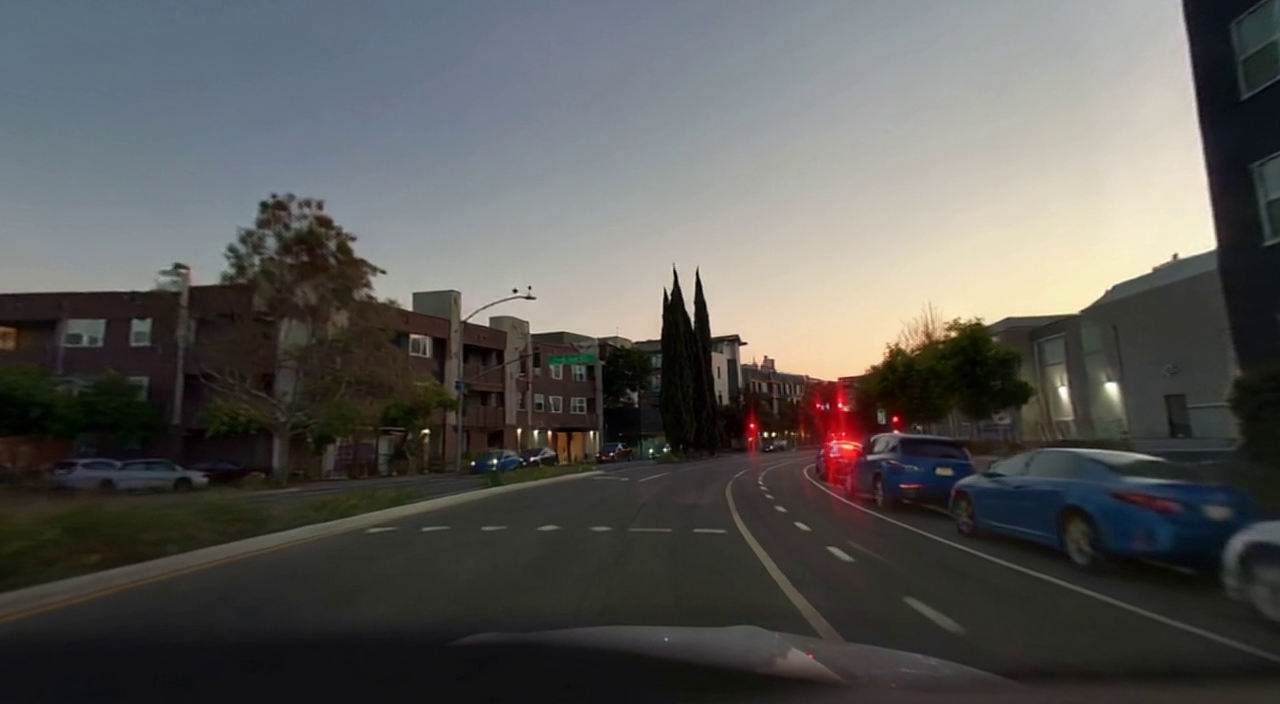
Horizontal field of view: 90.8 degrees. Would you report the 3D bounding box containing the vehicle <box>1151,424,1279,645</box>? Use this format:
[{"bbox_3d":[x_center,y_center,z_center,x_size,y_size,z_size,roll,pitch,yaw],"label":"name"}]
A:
[{"bbox_3d":[5.381,1.044,2.907,2.077,1.502,4.902,0,-8,2],"label":"vehicle"}]

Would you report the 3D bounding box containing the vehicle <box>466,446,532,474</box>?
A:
[{"bbox_3d":[-8.200,6.303,37.216,1.882,1.508,4.476,-2,-9,14],"label":"vehicle"}]

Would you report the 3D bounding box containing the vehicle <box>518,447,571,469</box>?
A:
[{"bbox_3d":[-6.508,7.279,43.558,1.841,1.444,4.554,-3,-9,17],"label":"vehicle"}]

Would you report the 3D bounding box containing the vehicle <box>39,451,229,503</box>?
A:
[{"bbox_3d":[-20.749,5.099,26.077,6.006,1.964,2.474,-1,-9,7],"label":"vehicle"}]

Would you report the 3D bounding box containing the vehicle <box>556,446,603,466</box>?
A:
[{"bbox_3d":[-4.624,8.070,49.146,1.811,1.459,4.702,-3,-9,19],"label":"vehicle"}]

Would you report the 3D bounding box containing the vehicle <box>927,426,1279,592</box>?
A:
[{"bbox_3d":[5.683,1.831,8.359,1.879,1.542,4.693,-1,-9,4],"label":"vehicle"}]

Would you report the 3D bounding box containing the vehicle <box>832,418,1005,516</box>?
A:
[{"bbox_3d":[5.993,2.536,14.456,2.041,1.811,5.168,-1,-9,6],"label":"vehicle"}]

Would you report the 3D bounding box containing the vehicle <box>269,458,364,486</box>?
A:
[{"bbox_3d":[-17.769,6.579,34.781,4.178,1.407,2.012,-1,-9,9],"label":"vehicle"}]
